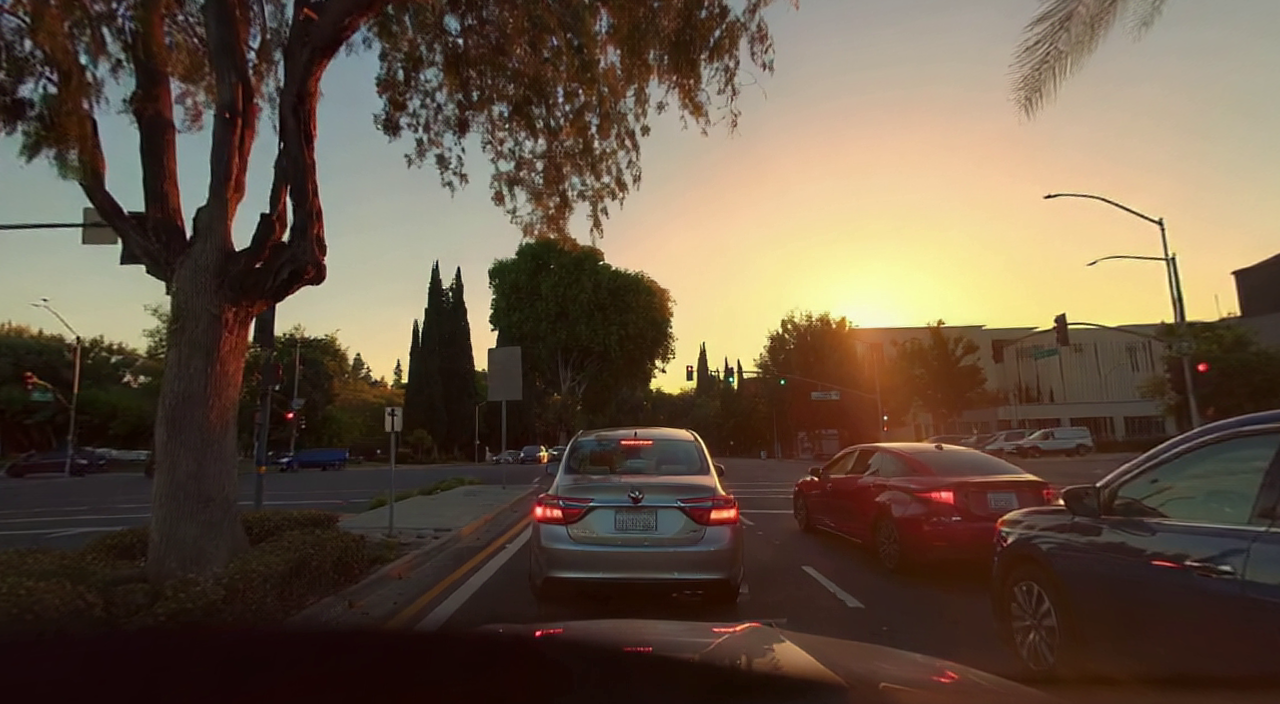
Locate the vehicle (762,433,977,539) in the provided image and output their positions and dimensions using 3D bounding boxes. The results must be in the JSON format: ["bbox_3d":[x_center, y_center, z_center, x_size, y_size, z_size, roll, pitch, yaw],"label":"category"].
[{"bbox_3d":[3.699,2.255,11.293,2.054,1.482,4.654,0,-9,-1],"label":"vehicle"}]

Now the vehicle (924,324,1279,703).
[{"bbox_3d":[3.725,0.929,3.424,2.162,1.829,4.519,0,-9,-1],"label":"vehicle"}]

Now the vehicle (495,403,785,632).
[{"bbox_3d":[-0.014,1.476,6.508,2.074,1.631,3.793,0,-9,0],"label":"vehicle"}]
